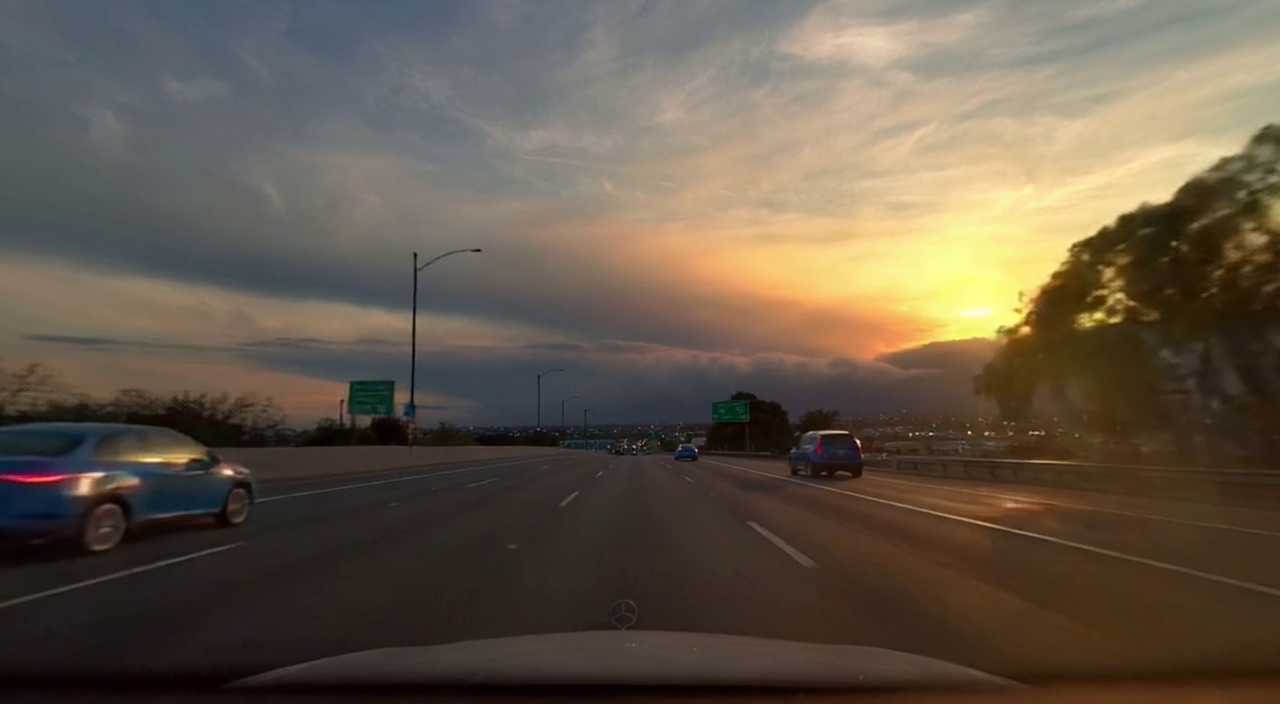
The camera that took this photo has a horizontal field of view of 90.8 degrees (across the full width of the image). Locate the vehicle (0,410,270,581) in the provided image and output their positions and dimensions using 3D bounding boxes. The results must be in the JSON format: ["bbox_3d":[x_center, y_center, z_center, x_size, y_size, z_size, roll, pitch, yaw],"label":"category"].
[{"bbox_3d":[-7.499,1.703,8.344,2.083,1.696,5.464,1,-8,-2],"label":"vehicle"}]

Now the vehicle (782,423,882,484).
[{"bbox_3d":[6.773,3.632,22.881,2.065,1.953,4.605,0,-8,-1],"label":"vehicle"}]

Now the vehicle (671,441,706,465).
[{"bbox_3d":[3.281,6.944,43.512,2.000,1.533,3.770,0,-8,-2],"label":"vehicle"}]
